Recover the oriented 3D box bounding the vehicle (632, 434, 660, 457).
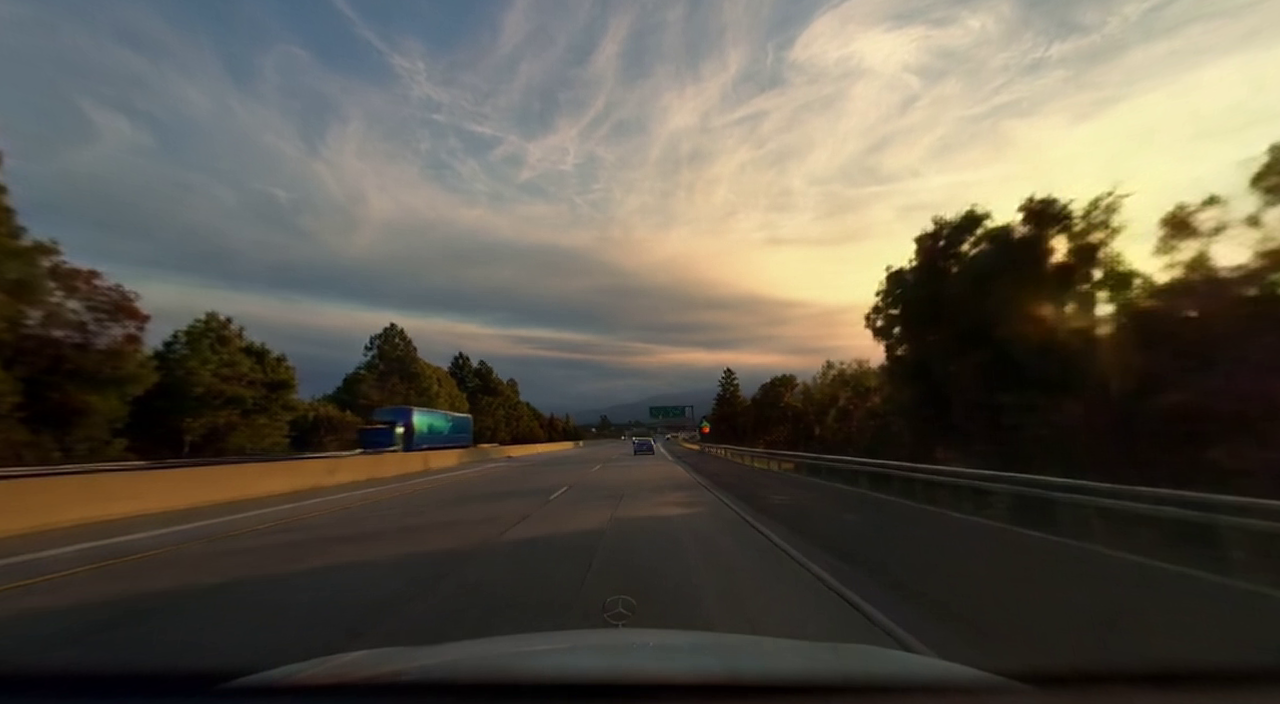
[{"bbox_3d":[0.460,7.140,48.049,2.058,1.649,3.942,0,-8,0],"label":"vehicle"}]

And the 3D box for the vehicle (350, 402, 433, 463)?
[{"bbox_3d":[-16.300,5.375,41.789,3.000,3.720,5.942,0,-8,0],"label":"vehicle"}]
